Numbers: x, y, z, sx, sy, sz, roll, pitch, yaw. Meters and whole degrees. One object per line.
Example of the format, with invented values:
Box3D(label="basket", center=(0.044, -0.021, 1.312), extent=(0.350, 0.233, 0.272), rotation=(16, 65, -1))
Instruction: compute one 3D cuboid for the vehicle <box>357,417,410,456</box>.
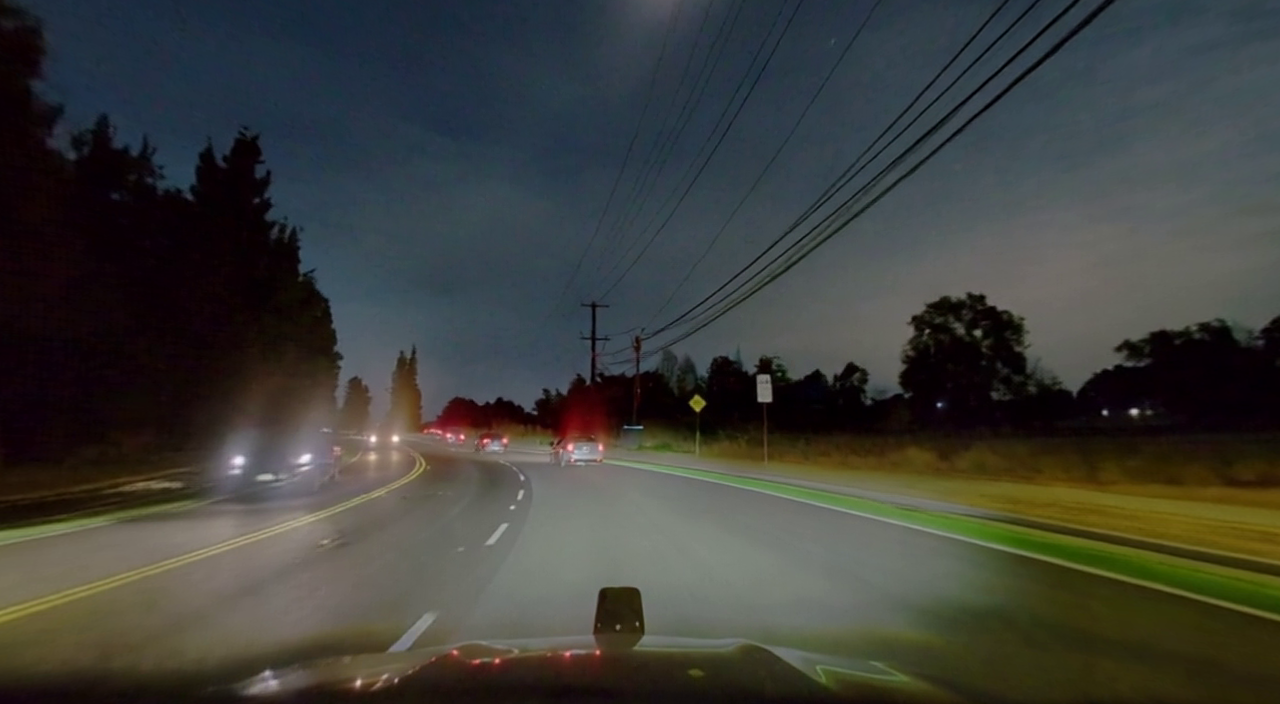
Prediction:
Box3D(label="vehicle", center=(-14.789, 4.929, 36.683), extent=(2.524, 2.051, 5.963), rotation=(3, -9, -20))

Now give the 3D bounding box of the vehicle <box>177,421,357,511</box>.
Box3D(label="vehicle", center=(-8.041, 2.474, 14.168), extent=(2.000, 1.683, 4.115), rotation=(1, -8, -9))

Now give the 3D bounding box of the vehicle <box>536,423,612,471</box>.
Box3D(label="vehicle", center=(-2.817, 3.907, 26.081), extent=(2.140, 1.767, 4.720), rotation=(3, -9, -18))

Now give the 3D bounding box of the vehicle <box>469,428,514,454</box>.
Box3D(label="vehicle", center=(-10.501, 6.268, 44.341), extent=(2.075, 1.699, 4.520), rotation=(4, -9, -25))
